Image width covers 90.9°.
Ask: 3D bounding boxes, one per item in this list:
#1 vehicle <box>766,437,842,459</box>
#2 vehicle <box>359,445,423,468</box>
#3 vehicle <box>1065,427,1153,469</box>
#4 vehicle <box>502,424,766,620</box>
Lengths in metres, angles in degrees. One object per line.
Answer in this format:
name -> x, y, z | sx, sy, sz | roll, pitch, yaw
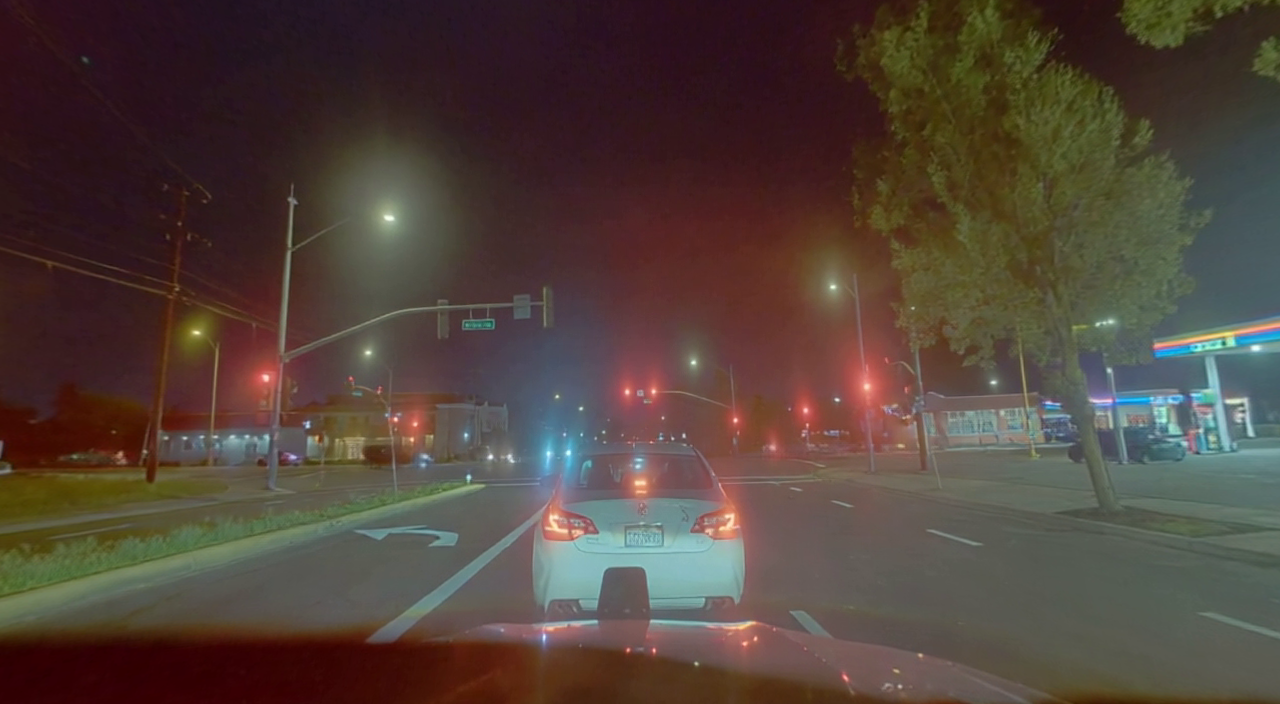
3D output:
vehicle -> 11.350, 6.718, 43.992 | 4.813, 1.455, 1.889 | -1, -8, 4
vehicle -> -18.219, 7.651, 46.184 | 3.975, 1.563, 1.755 | -1, -8, 5
vehicle -> 18.581, 3.764, 24.909 | 4.091, 1.495, 2.053 | 8, -12, -44
vehicle -> -0.050, 1.601, 6.911 | 2.010, 1.482, 4.057 | 0, -8, 0
